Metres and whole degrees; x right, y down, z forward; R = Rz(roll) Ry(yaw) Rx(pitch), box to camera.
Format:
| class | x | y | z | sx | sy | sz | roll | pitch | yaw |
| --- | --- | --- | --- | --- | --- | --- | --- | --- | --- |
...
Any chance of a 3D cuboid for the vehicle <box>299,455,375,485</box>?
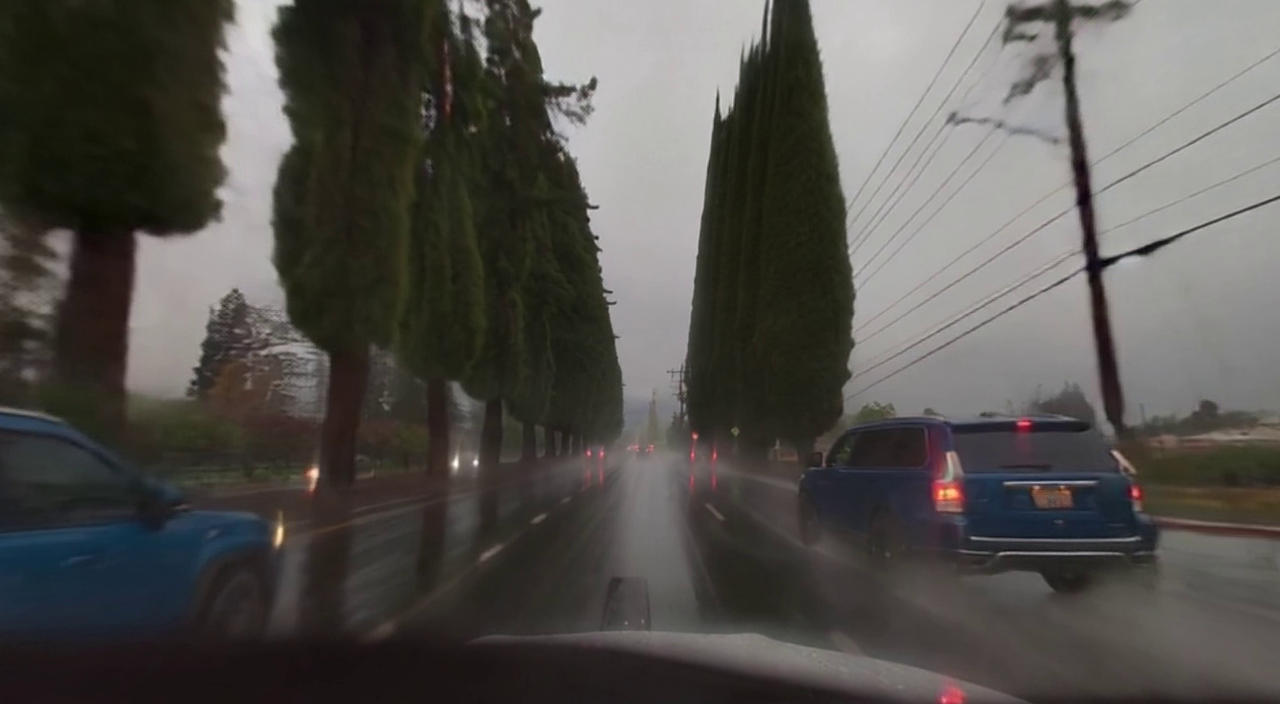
| class | x | y | z | sx | sy | sz | roll | pitch | yaw |
| --- | --- | --- | --- | --- | --- | --- | --- | --- | --- |
| vehicle | -16.201 | 6.313 | 34.014 | 1.875 | 1.469 | 4.344 | 0 | -9 | 1 |

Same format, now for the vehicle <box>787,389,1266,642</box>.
| class | x | y | z | sx | sy | sz | roll | pitch | yaw |
| --- | --- | --- | --- | --- | --- | --- | --- | --- | --- |
| vehicle | 3.203 | 1.467 | 6.665 | 2.182 | 1.744 | 4.464 | 0 | -9 | 0 |

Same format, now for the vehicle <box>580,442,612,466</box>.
| class | x | y | z | sx | sy | sz | roll | pitch | yaw |
| --- | --- | --- | --- | --- | --- | --- | --- | --- | --- |
| vehicle | -3.301 | 7.718 | 48.015 | 2.066 | 1.725 | 4.241 | 0 | -9 | 1 |

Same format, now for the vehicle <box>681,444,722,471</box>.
| class | x | y | z | sx | sy | sz | roll | pitch | yaw |
| --- | --- | --- | --- | --- | --- | --- | --- | --- | --- |
| vehicle | 3.484 | 6.060 | 36.329 | 1.906 | 1.468 | 4.422 | 0 | -9 | 0 |

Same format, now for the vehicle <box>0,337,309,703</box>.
| class | x | y | z | sx | sy | sz | roll | pitch | yaw |
| --- | --- | --- | --- | --- | --- | --- | --- | --- | --- |
| vehicle | -3.689 | 0.842 | 2.614 | 2.104 | 1.785 | 4.494 | 0 | -9 | 1 |
